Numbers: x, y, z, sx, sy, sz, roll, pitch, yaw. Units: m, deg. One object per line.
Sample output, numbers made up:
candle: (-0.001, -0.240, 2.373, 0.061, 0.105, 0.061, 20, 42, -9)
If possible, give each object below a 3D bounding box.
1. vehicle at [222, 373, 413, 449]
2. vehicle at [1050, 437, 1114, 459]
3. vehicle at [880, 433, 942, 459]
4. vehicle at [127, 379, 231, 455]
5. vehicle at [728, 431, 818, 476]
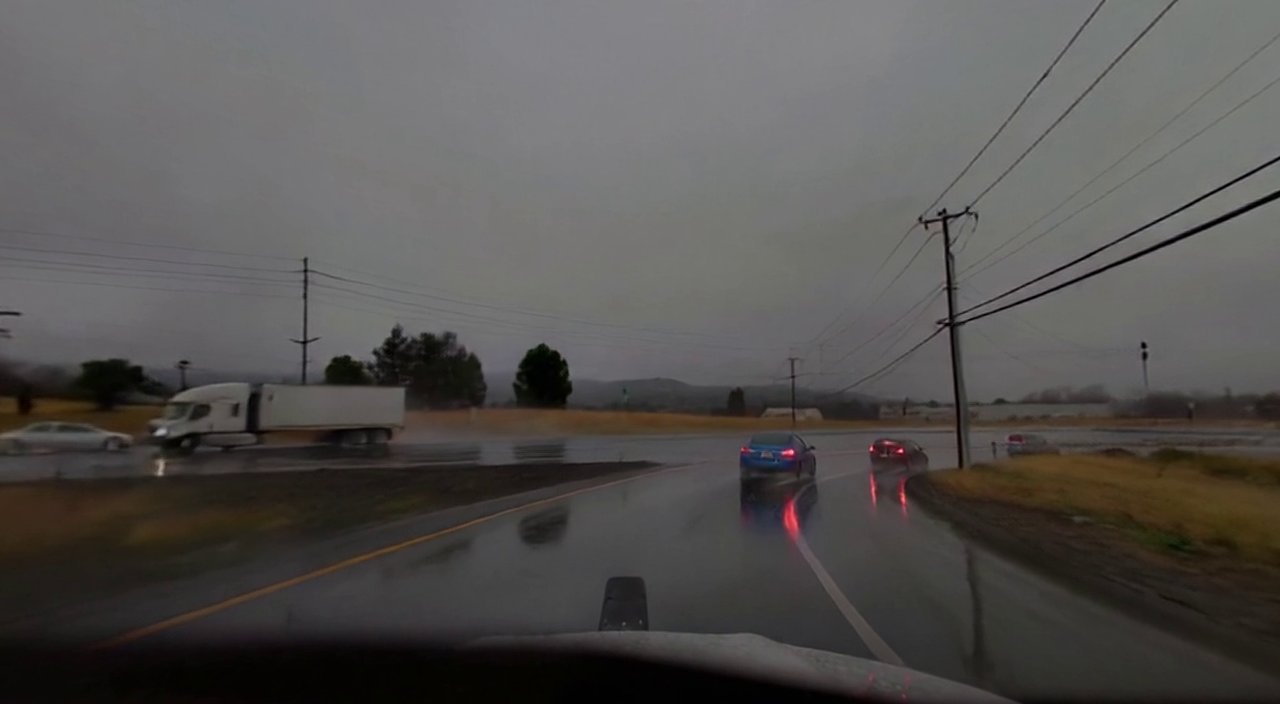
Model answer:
vehicle: (-18.640, 3.660, 37.067, 9.356, 3.992, 2.808, 7, -11, -39)
vehicle: (33.177, 7.187, 47.322, 4.102, 1.552, 1.931, 3, -9, -23)
vehicle: (16.455, 5.690, 38.209, 4.307, 1.465, 1.836, 8, -12, -43)
vehicle: (-23.888, 3.459, 32.708, 3.911, 3.666, 2.936, 7, -11, -39)
vehicle: (4.790, 3.527, 22.204, 2.026, 1.407, 4.374, -4, -9, 26)
